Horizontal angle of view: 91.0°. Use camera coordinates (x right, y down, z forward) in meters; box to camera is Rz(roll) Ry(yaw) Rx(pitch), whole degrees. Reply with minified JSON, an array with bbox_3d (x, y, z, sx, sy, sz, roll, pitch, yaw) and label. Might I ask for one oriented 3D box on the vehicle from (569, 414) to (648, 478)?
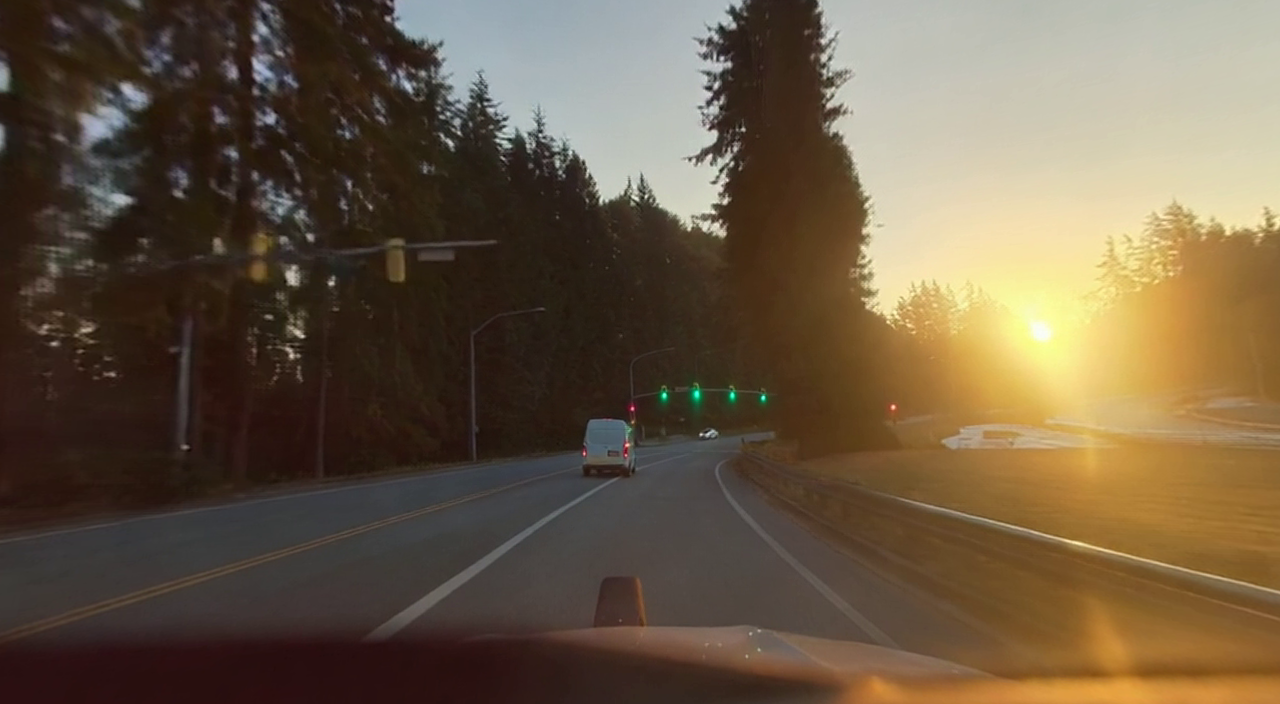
[{"bbox_3d":[-1.042,3.590,24.243,2.362,2.185,5.212,0,-8,5],"label":"vehicle"}]
